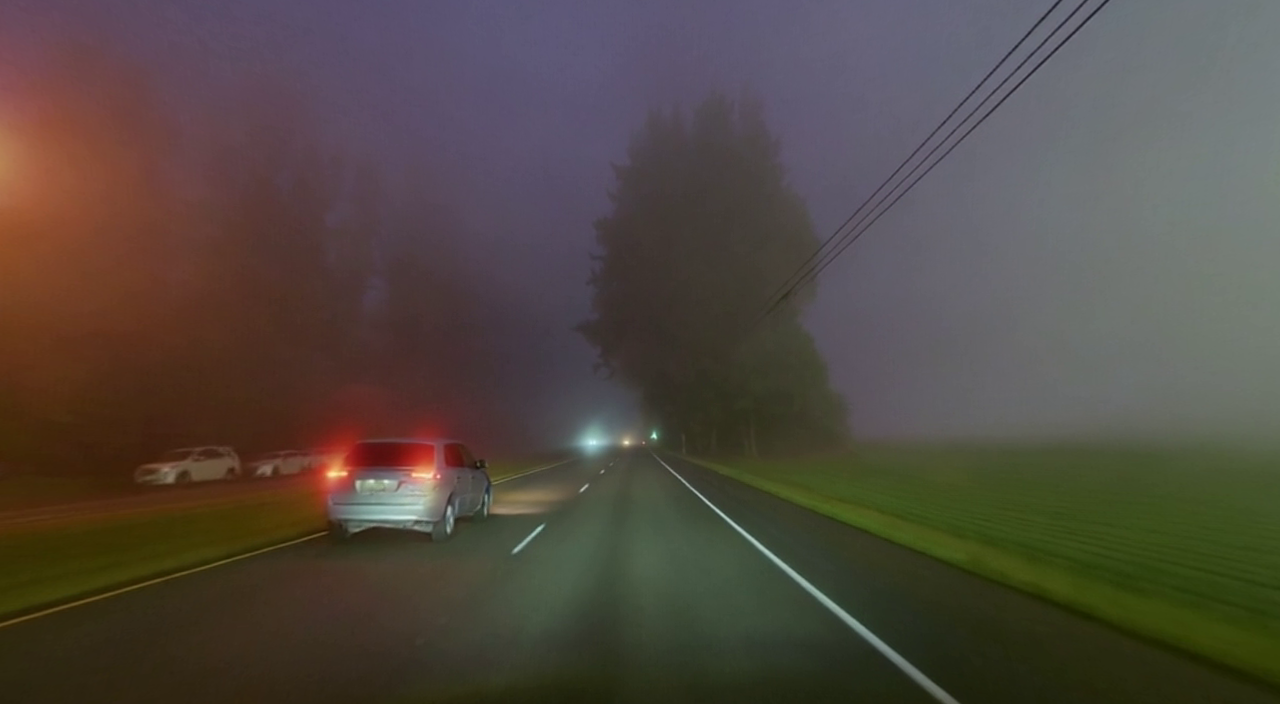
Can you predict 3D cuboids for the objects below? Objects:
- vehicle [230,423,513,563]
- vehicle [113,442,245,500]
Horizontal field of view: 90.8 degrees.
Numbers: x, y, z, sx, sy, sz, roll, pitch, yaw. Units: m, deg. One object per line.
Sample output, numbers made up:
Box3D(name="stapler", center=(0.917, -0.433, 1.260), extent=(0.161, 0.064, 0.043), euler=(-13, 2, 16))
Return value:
Box3D(name="vehicle", center=(-3.387, 1.878, 9.286), extent=(2.020, 1.478, 4.890), euler=(0, -8, 0))
Box3D(name="vehicle", center=(-17.660, 4.509, 24.505), extent=(1.996, 1.675, 4.437), euler=(-4, -6, -3))
